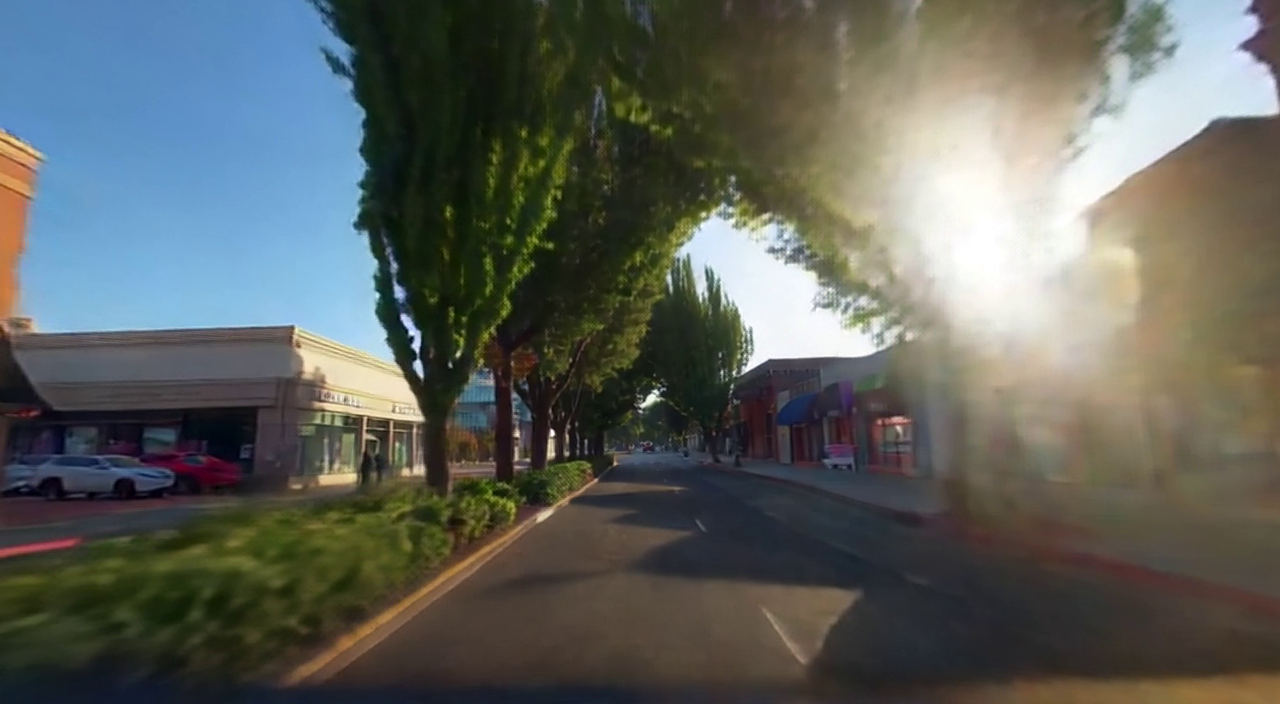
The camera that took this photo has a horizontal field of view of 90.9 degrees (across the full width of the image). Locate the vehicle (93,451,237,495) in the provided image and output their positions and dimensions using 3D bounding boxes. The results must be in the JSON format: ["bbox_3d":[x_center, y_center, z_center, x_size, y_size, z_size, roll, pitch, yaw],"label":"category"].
[{"bbox_3d":[-18.205,4.619,24.541,1.837,1.471,4.756,0,-8,1],"label":"vehicle"}]
